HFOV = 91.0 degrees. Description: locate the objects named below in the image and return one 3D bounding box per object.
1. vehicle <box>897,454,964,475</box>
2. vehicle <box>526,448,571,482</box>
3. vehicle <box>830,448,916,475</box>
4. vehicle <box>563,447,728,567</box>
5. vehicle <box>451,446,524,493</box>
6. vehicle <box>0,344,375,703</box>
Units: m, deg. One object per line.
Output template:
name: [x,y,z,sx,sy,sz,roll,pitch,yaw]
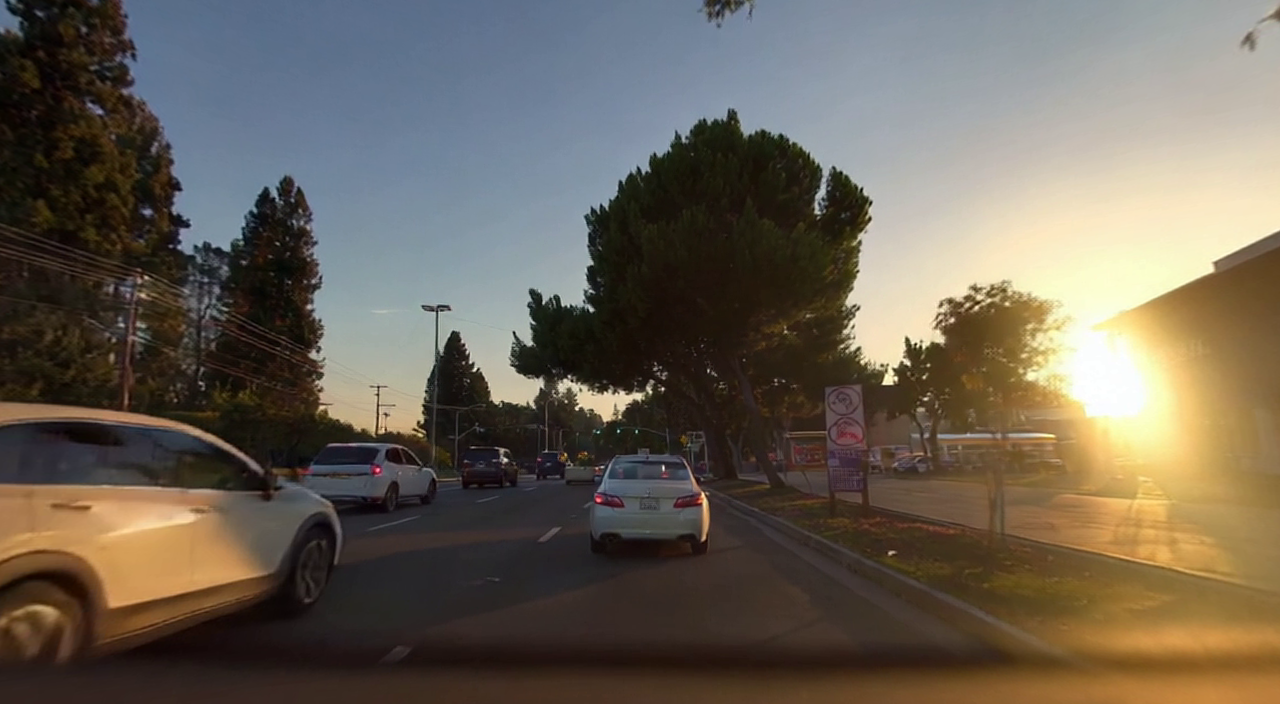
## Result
vehicle: [22.550,8.754,48.977,4.220,1.550,1.935,-10,-14,43]
vehicle: [-6.424,7.968,44.882,2.348,2.250,5.004,0,-9,1]
vehicle: [18.265,8.567,49.565,5.852,1.962,2.323,-8,-12,42]
vehicle: [0.120,2.266,10.027,2.091,1.494,3.962,0,-9,1]
vehicle: [-6.732,5.207,28.339,2.130,1.900,4.470,0,-9,1]
vehicle: [-3.560,0.979,3.427,2.055,1.725,4.732,0,-9,1]
